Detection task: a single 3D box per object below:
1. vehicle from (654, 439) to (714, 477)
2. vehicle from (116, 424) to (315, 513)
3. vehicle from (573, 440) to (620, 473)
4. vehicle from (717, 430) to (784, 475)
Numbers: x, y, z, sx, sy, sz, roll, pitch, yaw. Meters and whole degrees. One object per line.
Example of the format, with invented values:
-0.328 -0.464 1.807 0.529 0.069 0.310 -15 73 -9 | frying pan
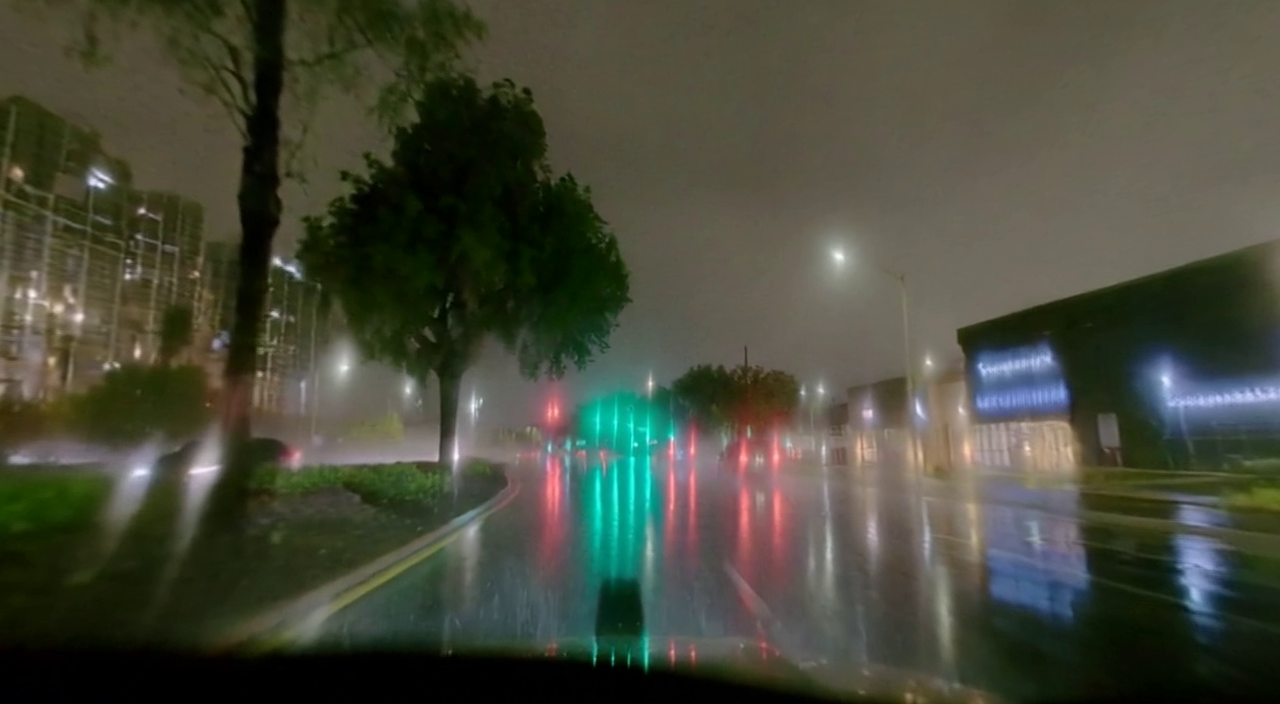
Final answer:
1.810 4.560 27.352 1.993 1.477 4.240 0 -9 -4 | vehicle
-10.335 2.860 15.948 2.166 1.867 4.459 0 -9 -5 | vehicle
-2.113 4.991 30.310 2.101 1.444 4.248 0 -9 -5 | vehicle
5.242 4.892 30.757 2.052 1.990 4.736 0 -9 -5 | vehicle
